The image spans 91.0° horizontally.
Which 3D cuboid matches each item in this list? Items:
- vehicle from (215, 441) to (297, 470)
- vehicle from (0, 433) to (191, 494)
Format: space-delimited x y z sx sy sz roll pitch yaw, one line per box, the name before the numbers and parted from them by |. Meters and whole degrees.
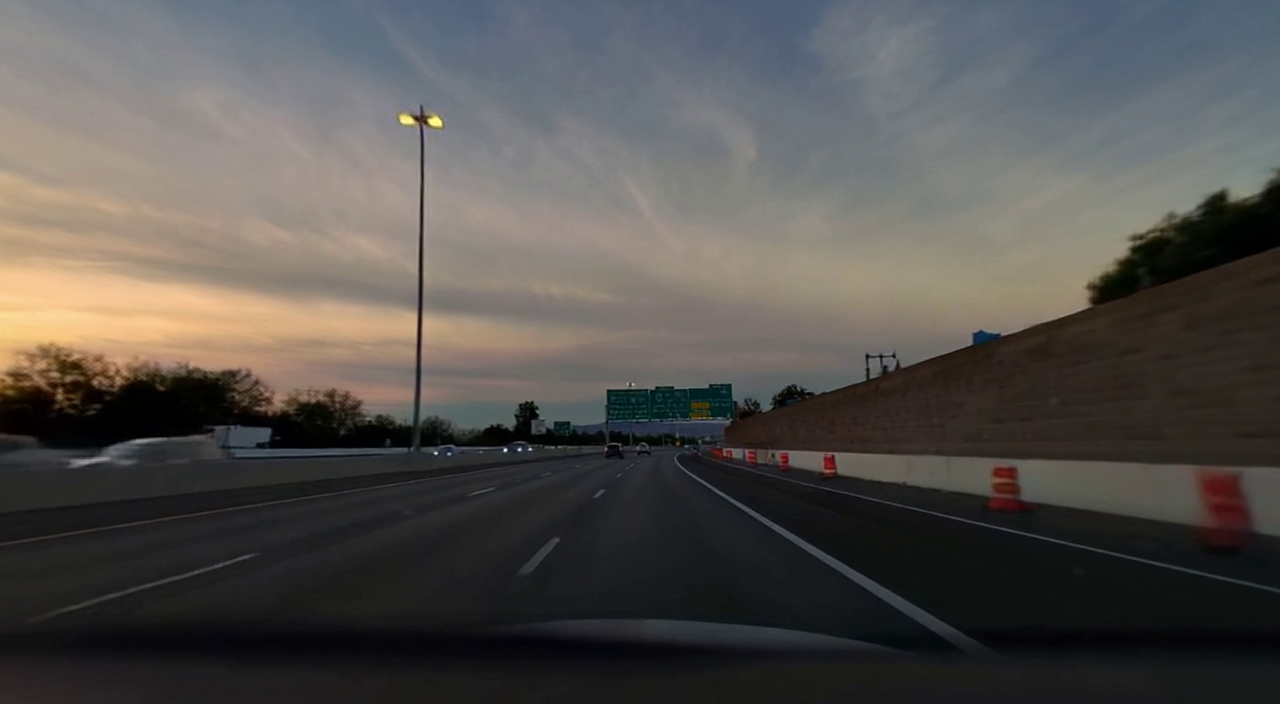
vehicle | -22.476 6.071 37.075 1.869 1.556 4.539 0 -9 1
vehicle | -15.651 3.167 18.211 1.945 1.515 4.455 0 -9 1
